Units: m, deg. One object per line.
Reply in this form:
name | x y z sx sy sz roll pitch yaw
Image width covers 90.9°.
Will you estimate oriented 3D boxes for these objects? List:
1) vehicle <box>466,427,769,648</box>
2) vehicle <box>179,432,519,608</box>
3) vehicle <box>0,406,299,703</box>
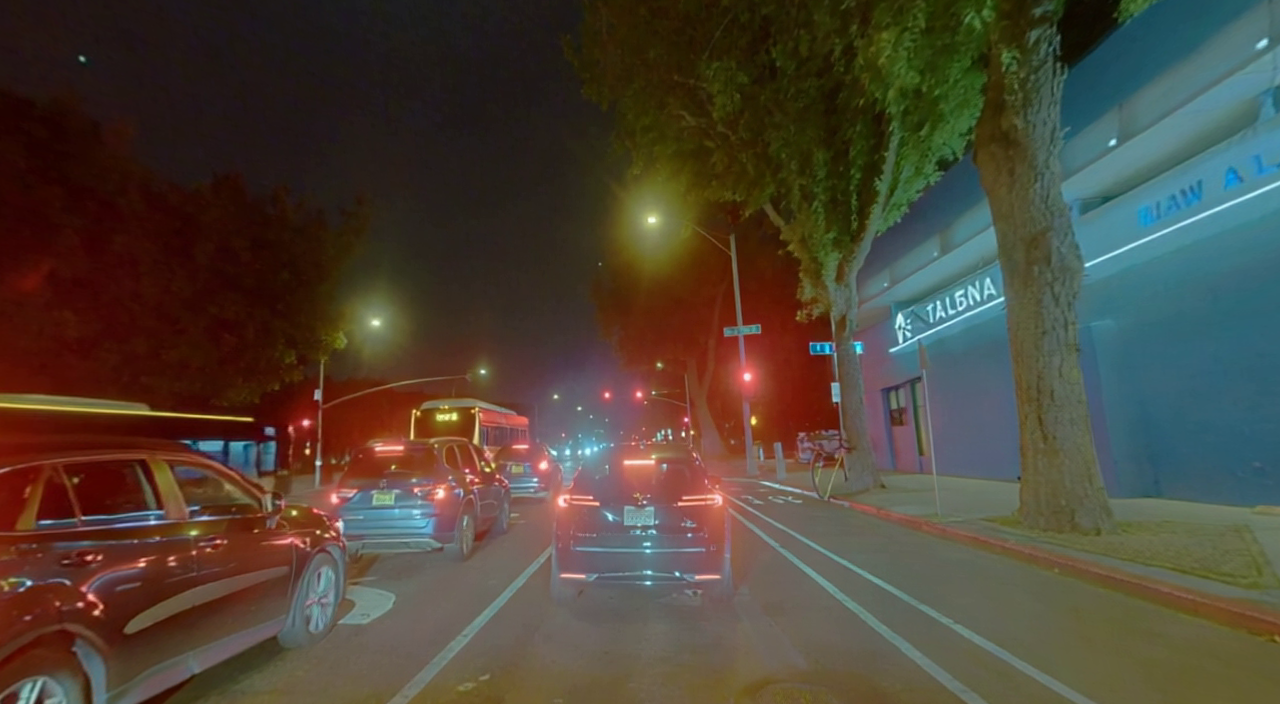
vehicle | -0.138 1.528 6.185 2.031 1.461 3.763 0 -8 0
vehicle | -2.911 1.758 7.633 1.944 1.481 4.385 0 -8 1
vehicle | -3.169 0.869 1.724 1.867 1.486 4.452 0 -8 2
